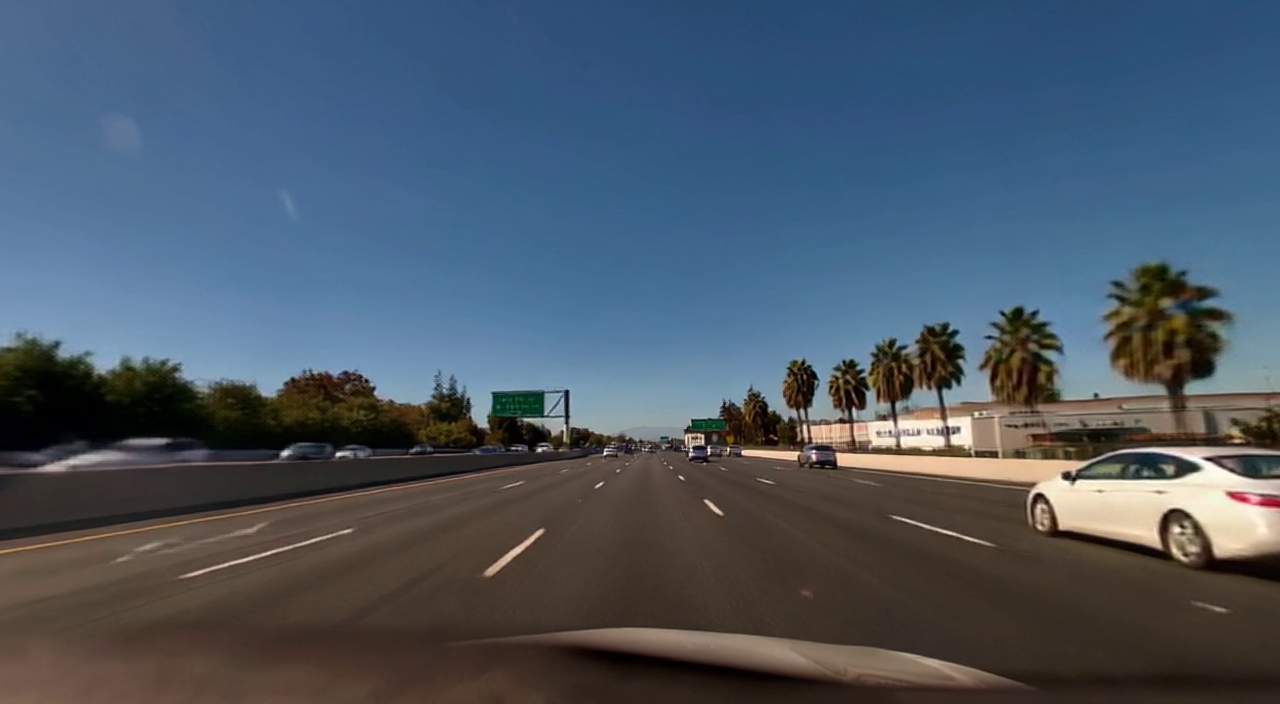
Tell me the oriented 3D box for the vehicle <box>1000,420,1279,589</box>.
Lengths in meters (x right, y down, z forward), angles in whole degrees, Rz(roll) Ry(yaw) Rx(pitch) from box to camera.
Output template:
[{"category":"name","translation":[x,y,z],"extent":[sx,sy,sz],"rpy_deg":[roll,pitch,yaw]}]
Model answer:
[{"category":"vehicle","translation":[6.955,1.721,7.957],"extent":[2.071,1.543,4.702],"rpy_deg":[0,-8,1]}]

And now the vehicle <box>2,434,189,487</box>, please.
[{"category":"vehicle","translation":[-17.741,3.553,20.946],"extent":[1.946,1.547,4.634],"rpy_deg":[-1,-8,3]}]

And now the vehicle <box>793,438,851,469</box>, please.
[{"category":"vehicle","translation":[11.503,6.431,40.216],"extent":[2.168,1.861,4.678],"rpy_deg":[0,-8,-1]}]

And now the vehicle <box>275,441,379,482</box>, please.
[{"category":"vehicle","translation":[-12.313,4.317,25.159],"extent":[1.866,1.446,4.246],"rpy_deg":[0,-8,1]}]
